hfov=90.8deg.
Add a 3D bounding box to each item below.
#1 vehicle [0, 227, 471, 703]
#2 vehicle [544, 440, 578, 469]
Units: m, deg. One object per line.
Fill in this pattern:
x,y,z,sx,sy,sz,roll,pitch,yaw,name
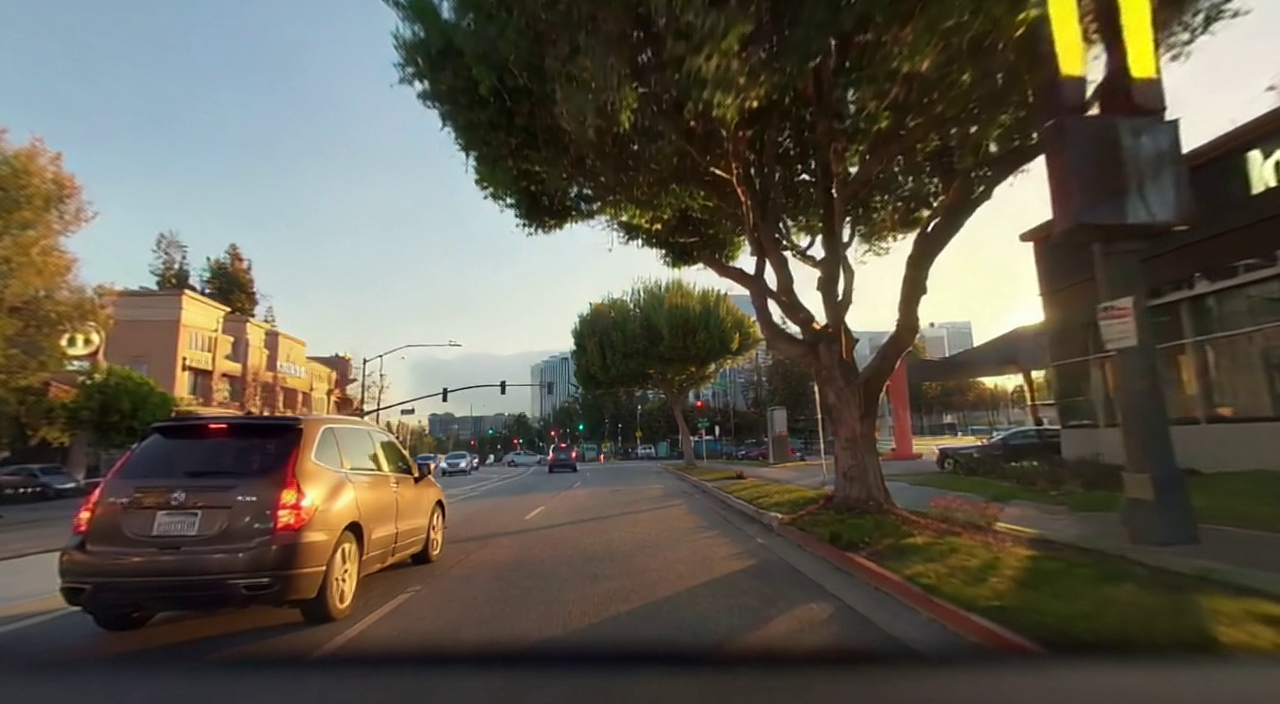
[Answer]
-3.338,0.985,4.795,2.509,1.885,5.831,0,-9,0,vehicle
-5.289,6.926,42.803,2.134,1.799,5.082,1,-9,-6,vehicle
